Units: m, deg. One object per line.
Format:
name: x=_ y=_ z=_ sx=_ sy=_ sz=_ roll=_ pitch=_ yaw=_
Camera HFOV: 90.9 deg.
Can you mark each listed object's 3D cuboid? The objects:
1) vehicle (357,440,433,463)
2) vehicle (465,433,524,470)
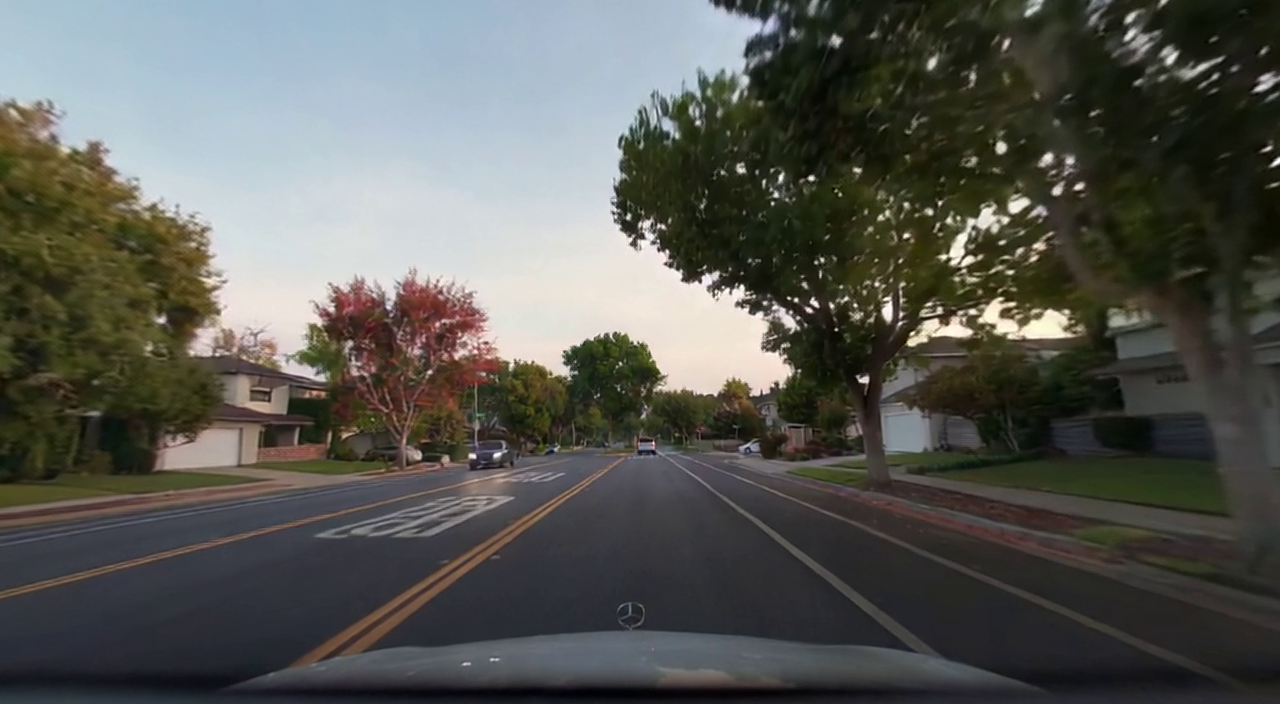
vehicle: x=-17.933 y=7.294 z=46.345 sx=4.717 sy=1.605 sz=2.074 roll=1 pitch=-8 yaw=-4
vehicle: x=-7.403 y=5.115 z=32.559 sx=1.977 sy=1.753 sz=4.128 roll=0 pitch=-8 yaw=1
